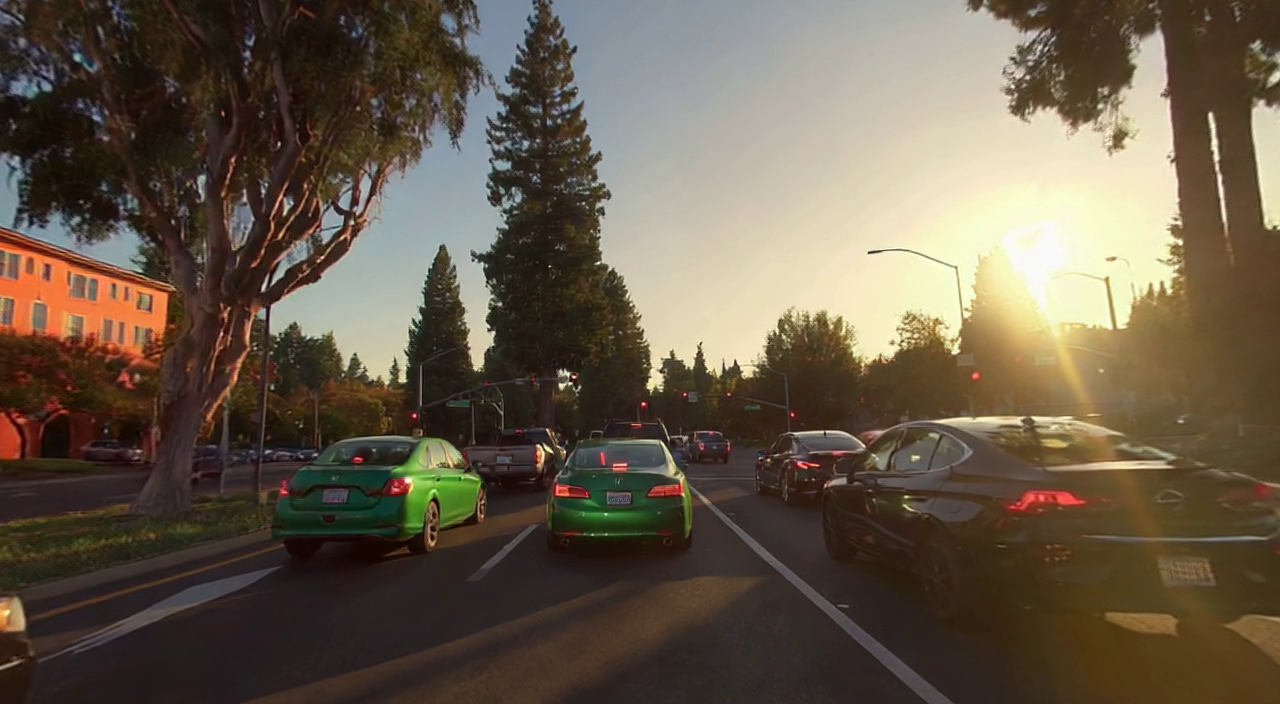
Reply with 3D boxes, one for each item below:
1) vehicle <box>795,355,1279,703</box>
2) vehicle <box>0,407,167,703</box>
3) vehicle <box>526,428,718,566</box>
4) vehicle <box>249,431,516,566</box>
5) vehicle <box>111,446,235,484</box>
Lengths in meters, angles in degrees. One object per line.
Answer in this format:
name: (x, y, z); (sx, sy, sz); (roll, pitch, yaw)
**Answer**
vehicle: (3.004, 1.195, 5.158); (2.196, 1.676, 4.865); (0, -8, -1)
vehicle: (-3.355, 0.715, 0.847); (1.863, 1.448, 4.697); (0, -8, -1)
vehicle: (-0.203, 1.833, 8.710); (2.041, 1.450, 3.847); (0, -8, 0)
vehicle: (-3.201, 1.890, 8.945); (1.917, 1.441, 4.128); (-1, -8, 2)
vehicle: (-19.593, 4.716, 26.803); (2.075, 1.445, 4.597); (1, -8, -6)
